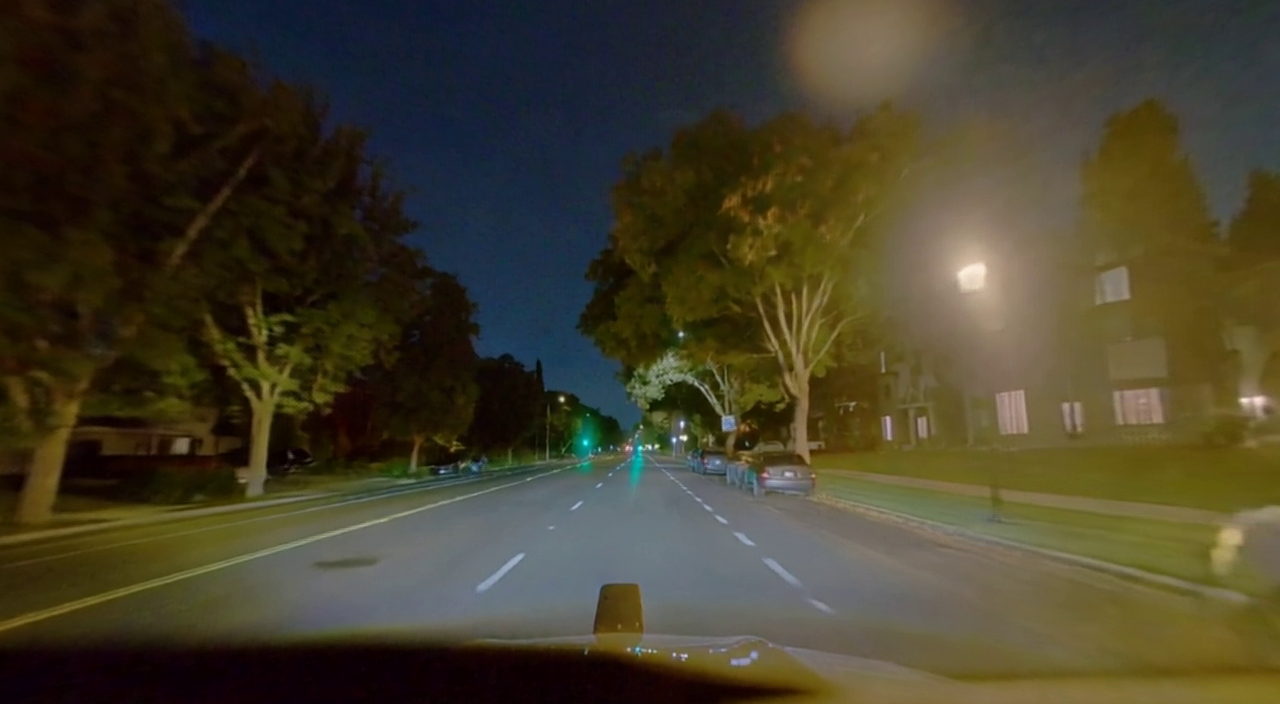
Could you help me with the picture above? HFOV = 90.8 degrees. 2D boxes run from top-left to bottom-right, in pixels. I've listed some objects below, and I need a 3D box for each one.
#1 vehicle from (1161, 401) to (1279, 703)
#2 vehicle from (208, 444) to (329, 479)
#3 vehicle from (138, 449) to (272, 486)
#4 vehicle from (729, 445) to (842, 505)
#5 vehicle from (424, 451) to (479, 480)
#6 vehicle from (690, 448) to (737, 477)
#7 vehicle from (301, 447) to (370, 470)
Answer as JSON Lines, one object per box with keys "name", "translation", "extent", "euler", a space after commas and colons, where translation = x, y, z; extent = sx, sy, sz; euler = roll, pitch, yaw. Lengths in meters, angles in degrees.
{"name": "vehicle", "translation": [4.036, 0.788, 1.262], "extent": [1.999, 1.615, 4.513], "euler": [0, -9, -2]}
{"name": "vehicle", "translation": [-20.088, 5.915, 34.313], "extent": [5.216, 1.780, 2.045], "euler": [0, -9, -1]}
{"name": "vehicle", "translation": [-19.220, 5.104, 28.065], "extent": [4.446, 1.534, 2.018], "euler": [0, -9, 2]}
{"name": "vehicle", "translation": [4.108, 3.539, 18.698], "extent": [1.997, 1.510, 4.555], "euler": [0, -9, -4]}
{"name": "vehicle", "translation": [-10.935, 6.573, 36.884], "extent": [1.895, 1.551, 4.229], "euler": [0, -9, 0]}
{"name": "vehicle", "translation": [3.995, 6.054, 34.979], "extent": [2.002, 1.493, 4.652], "euler": [0, -9, 0]}
{"name": "vehicle", "translation": [-23.731, 8.282, 49.316], "extent": [4.304, 1.755, 2.047], "euler": [0, -9, -1]}
